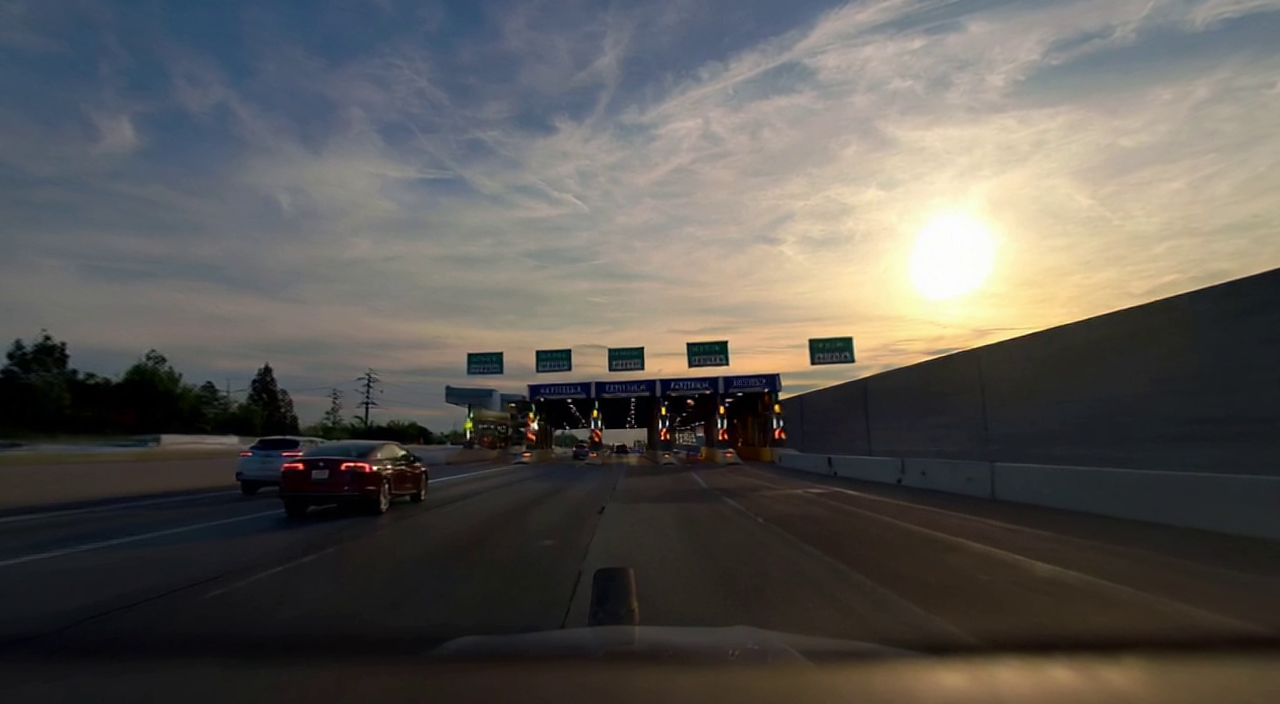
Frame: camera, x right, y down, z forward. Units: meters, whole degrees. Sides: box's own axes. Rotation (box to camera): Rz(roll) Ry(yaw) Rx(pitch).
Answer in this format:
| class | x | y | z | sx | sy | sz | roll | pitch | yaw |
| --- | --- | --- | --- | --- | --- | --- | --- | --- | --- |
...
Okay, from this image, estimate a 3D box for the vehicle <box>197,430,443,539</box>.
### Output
| class | x | y | z | sx | sy | sz | roll | pitch | yaw |
| --- | --- | --- | --- | --- | --- | --- | --- | --- | --- |
| vehicle | -5.047 | 2.124 | 10.831 | 1.981 | 1.465 | 4.334 | 0 | -8 | -1 |
